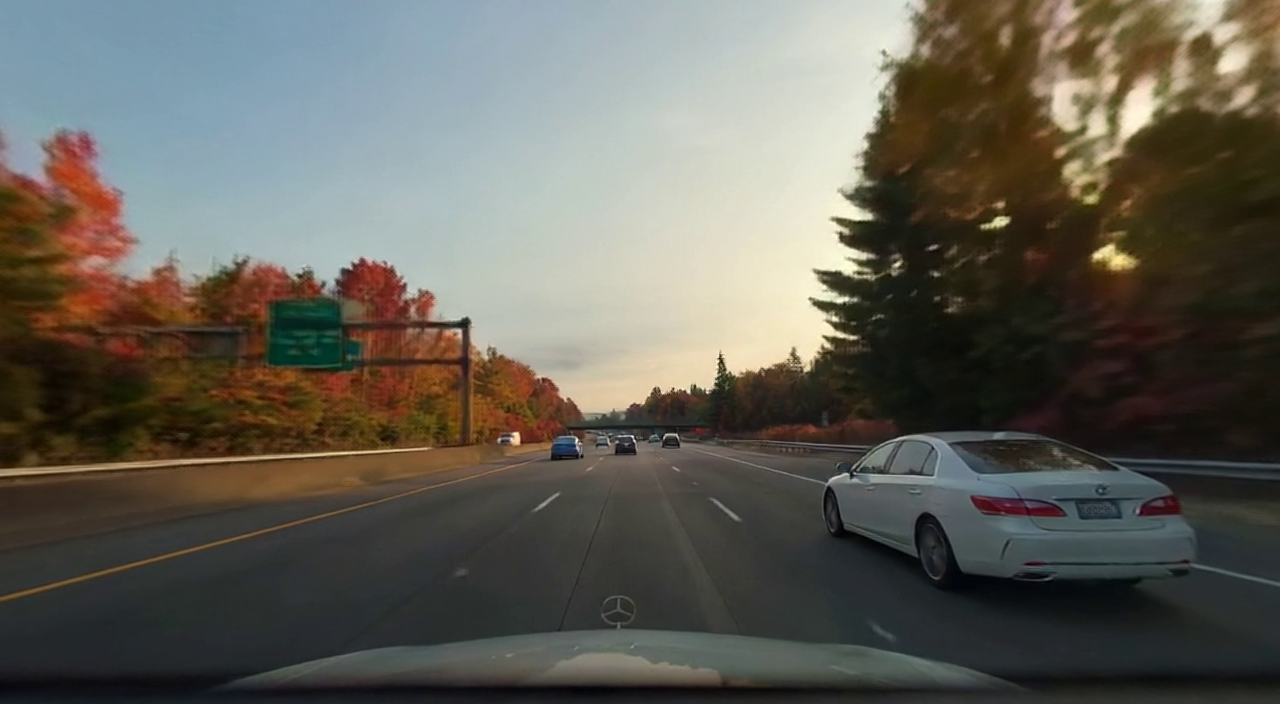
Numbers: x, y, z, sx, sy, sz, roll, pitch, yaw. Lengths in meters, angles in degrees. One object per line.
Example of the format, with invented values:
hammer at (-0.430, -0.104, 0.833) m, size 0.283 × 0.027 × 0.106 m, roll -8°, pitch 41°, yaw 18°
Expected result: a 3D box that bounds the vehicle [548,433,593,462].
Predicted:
vehicle at (-3.933, 5.473, 36.247) m, size 2.103 × 1.507 × 4.367 m, roll 0°, pitch -8°, yaw 0°
